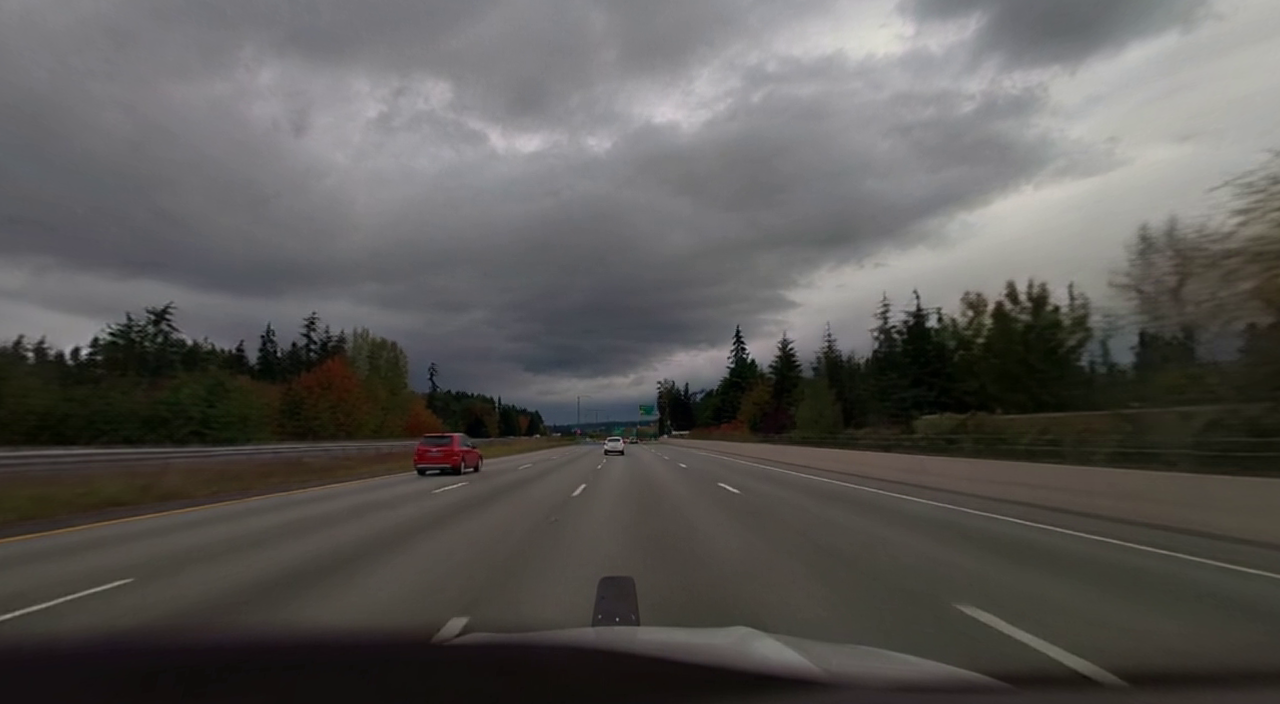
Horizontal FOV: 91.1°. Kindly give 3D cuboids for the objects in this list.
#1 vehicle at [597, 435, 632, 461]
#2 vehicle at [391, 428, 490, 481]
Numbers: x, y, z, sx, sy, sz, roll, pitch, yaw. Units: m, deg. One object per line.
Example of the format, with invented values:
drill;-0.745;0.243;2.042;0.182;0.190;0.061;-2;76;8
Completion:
vehicle;-1.538;5.999;39.441;2.010;1.534;4.013;0;-8;0
vehicle;-6.994;3.613;22.613;2.111;1.689;4.505;0;-8;0
